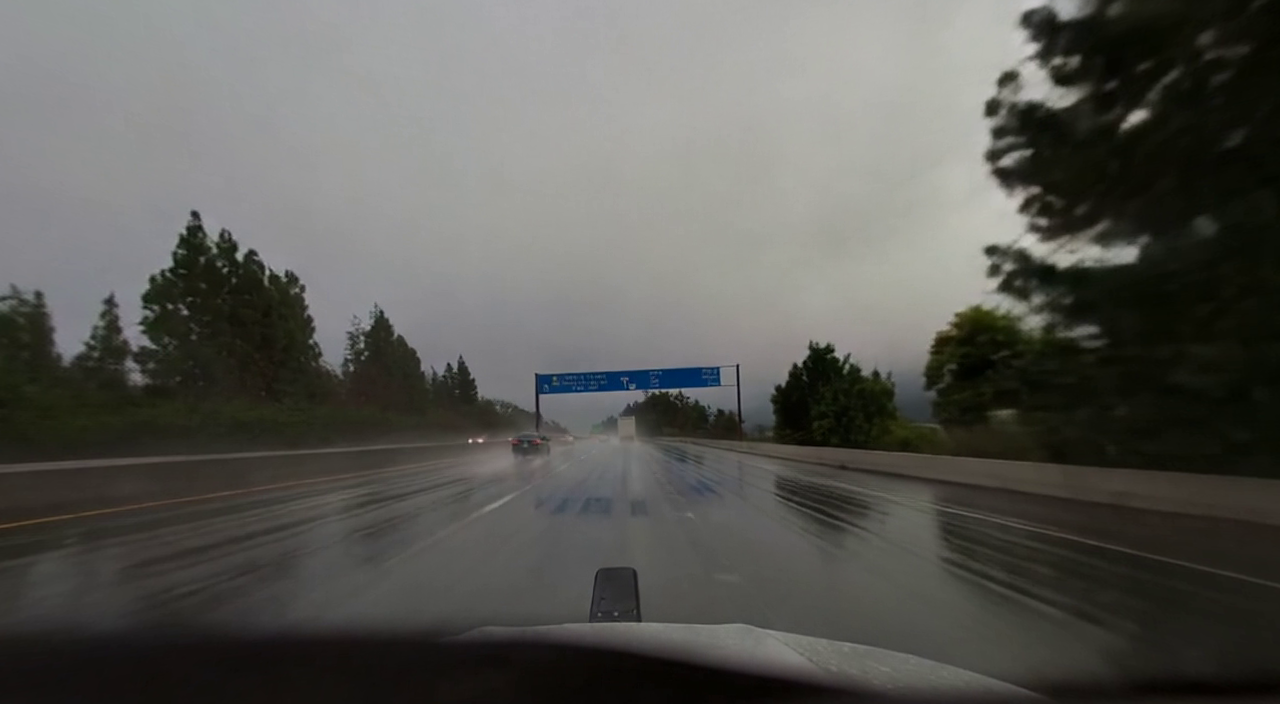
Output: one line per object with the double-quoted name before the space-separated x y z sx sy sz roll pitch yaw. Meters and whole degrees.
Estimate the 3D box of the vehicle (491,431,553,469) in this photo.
"vehicle" -4.892 4.090 26.630 1.912 1.495 3.703 0 -7 -1
